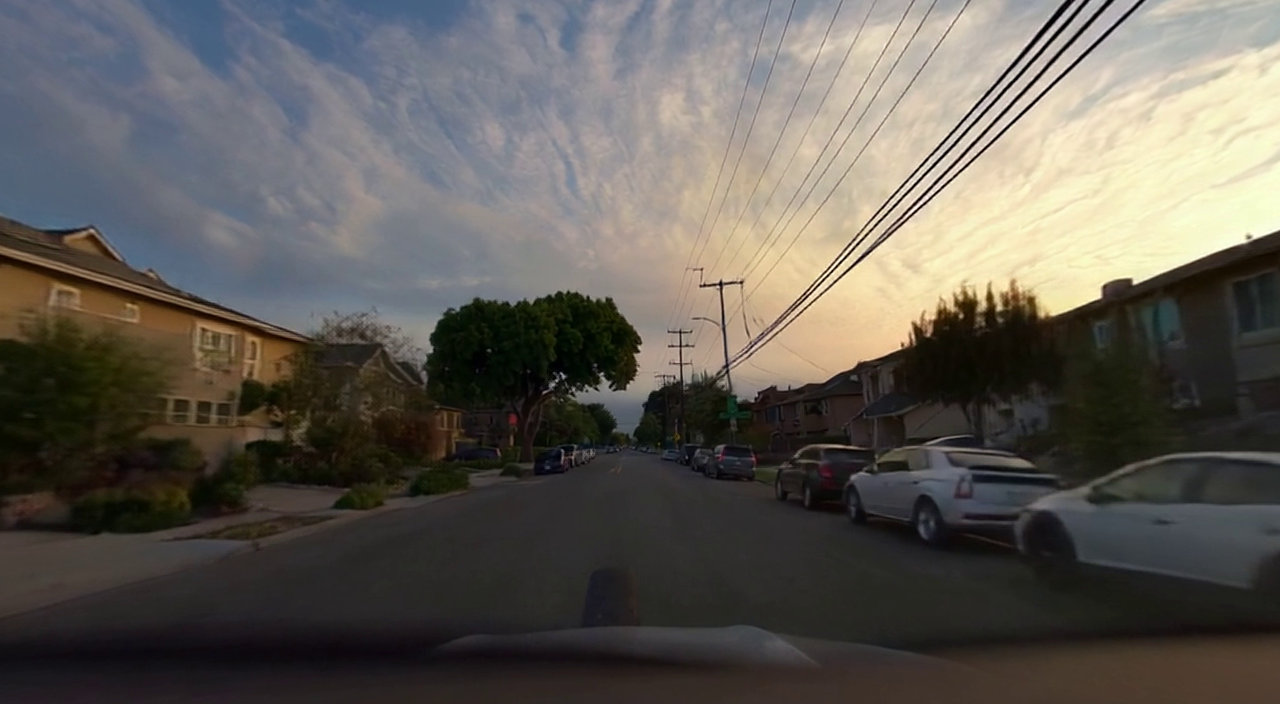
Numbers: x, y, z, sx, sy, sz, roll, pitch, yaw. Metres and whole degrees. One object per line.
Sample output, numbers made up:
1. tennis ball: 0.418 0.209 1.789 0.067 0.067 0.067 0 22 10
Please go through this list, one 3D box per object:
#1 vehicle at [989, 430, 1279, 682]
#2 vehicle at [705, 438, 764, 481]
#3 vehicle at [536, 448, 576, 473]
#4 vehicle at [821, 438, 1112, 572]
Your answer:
1. vehicle: 4.699 1.317 4.510 1.859 1.469 4.550 0 -8 1
2. vehicle: 4.479 5.165 30.653 2.086 1.885 4.323 0 -8 -1
3. vehicle: -5.501 7.165 41.792 2.031 1.468 4.165 -2 -9 0
4. vehicle: 4.584 2.174 9.975 1.835 1.554 4.870 0 -8 -2
